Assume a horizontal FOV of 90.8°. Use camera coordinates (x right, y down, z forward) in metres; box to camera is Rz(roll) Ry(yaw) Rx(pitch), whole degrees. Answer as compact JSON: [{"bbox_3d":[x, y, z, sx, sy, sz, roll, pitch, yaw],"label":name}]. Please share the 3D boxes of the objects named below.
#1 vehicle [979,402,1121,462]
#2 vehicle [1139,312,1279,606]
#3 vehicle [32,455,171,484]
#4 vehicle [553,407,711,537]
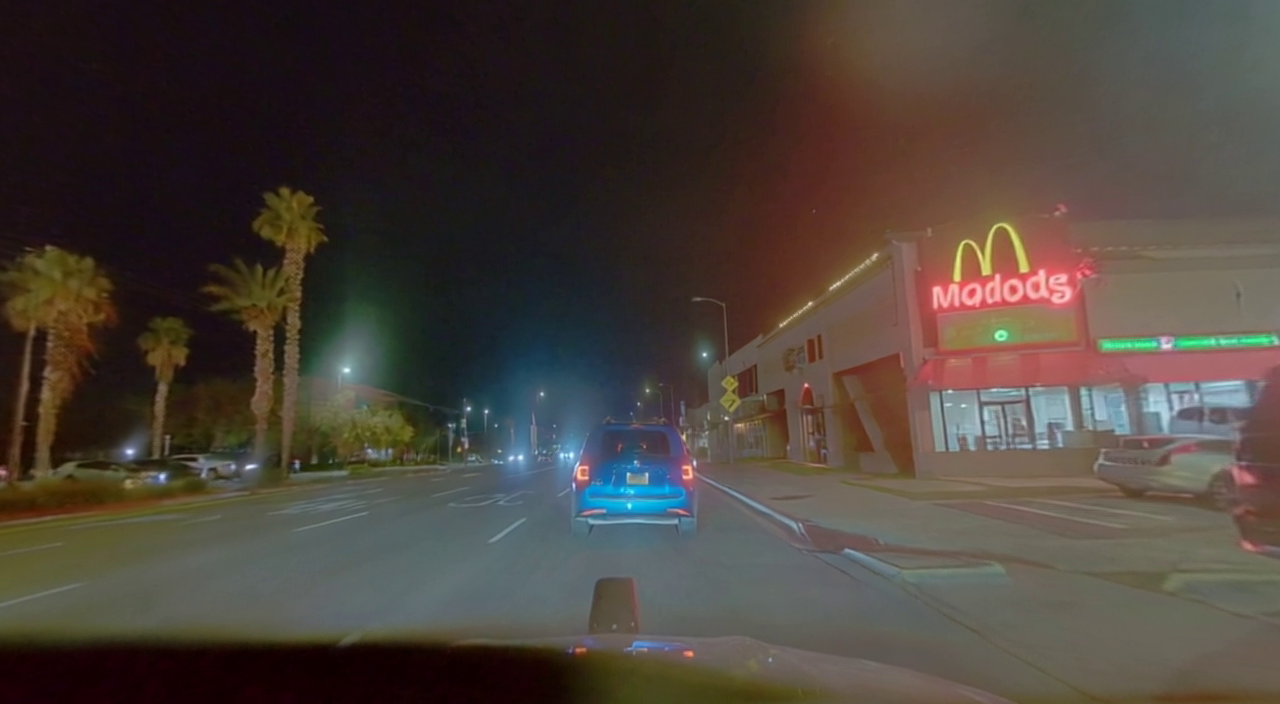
[{"bbox_3d":[16.070,3.163,24.624,6.060,2.047,2.490,6,-11,-36],"label":"vehicle"},{"bbox_3d":[6.219,0.603,3.580,4.828,1.733,2.231,0,-9,0],"label":"vehicle"},{"bbox_3d":[-28.244,6.156,33.380,5.154,1.343,1.943,4,-9,-24],"label":"vehicle"},{"bbox_3d":[-0.154,1.991,10.966,2.234,1.818,3.869,0,-8,-1],"label":"vehicle"}]
